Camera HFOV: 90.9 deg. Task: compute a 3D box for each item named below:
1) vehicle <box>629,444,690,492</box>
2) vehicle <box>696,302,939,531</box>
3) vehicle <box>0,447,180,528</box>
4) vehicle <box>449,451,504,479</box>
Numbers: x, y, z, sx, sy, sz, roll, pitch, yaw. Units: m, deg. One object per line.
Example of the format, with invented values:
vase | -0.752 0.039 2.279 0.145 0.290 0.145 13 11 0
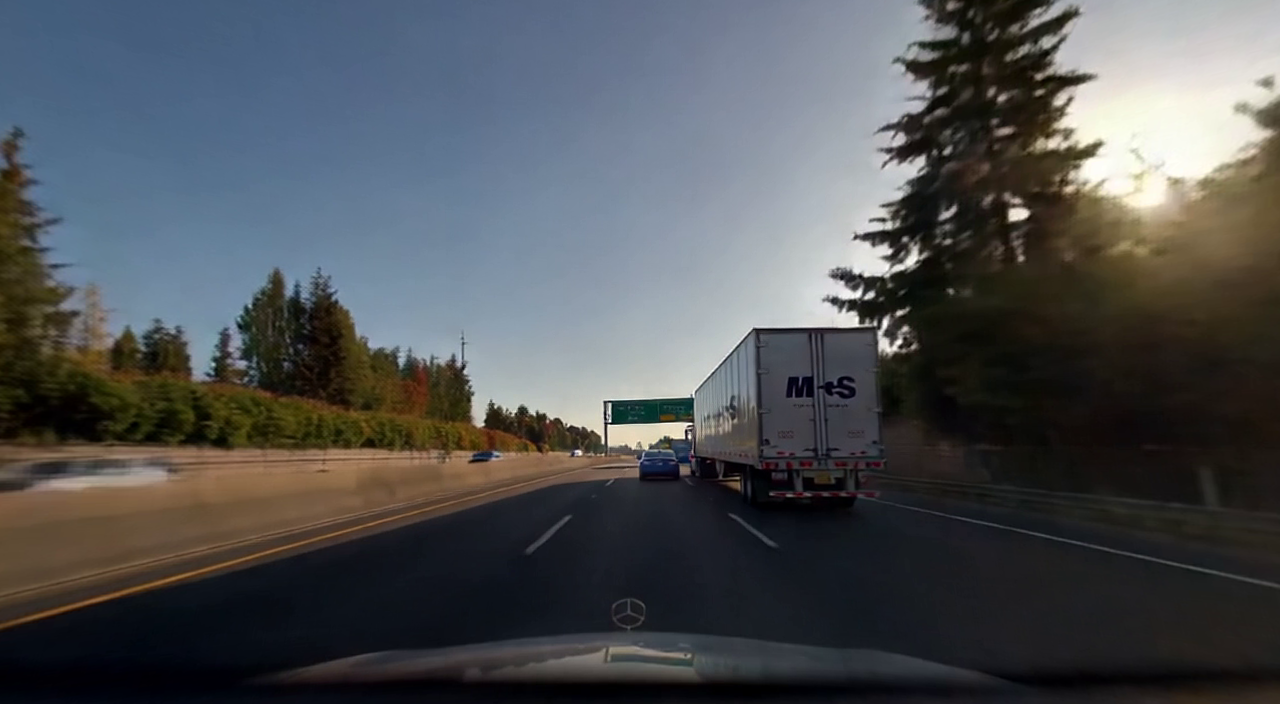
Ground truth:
vehicle | 0.639 4.330 23.857 2.121 1.642 3.828 0 -9 -1
vehicle | 3.773 2.183 18.384 3.002 4.104 14.174 0 -9 0
vehicle | -13.526 3.087 14.975 1.941 1.602 4.247 0 -9 0
vehicle | -9.388 6.494 36.566 1.912 1.502 4.283 0 -9 2
